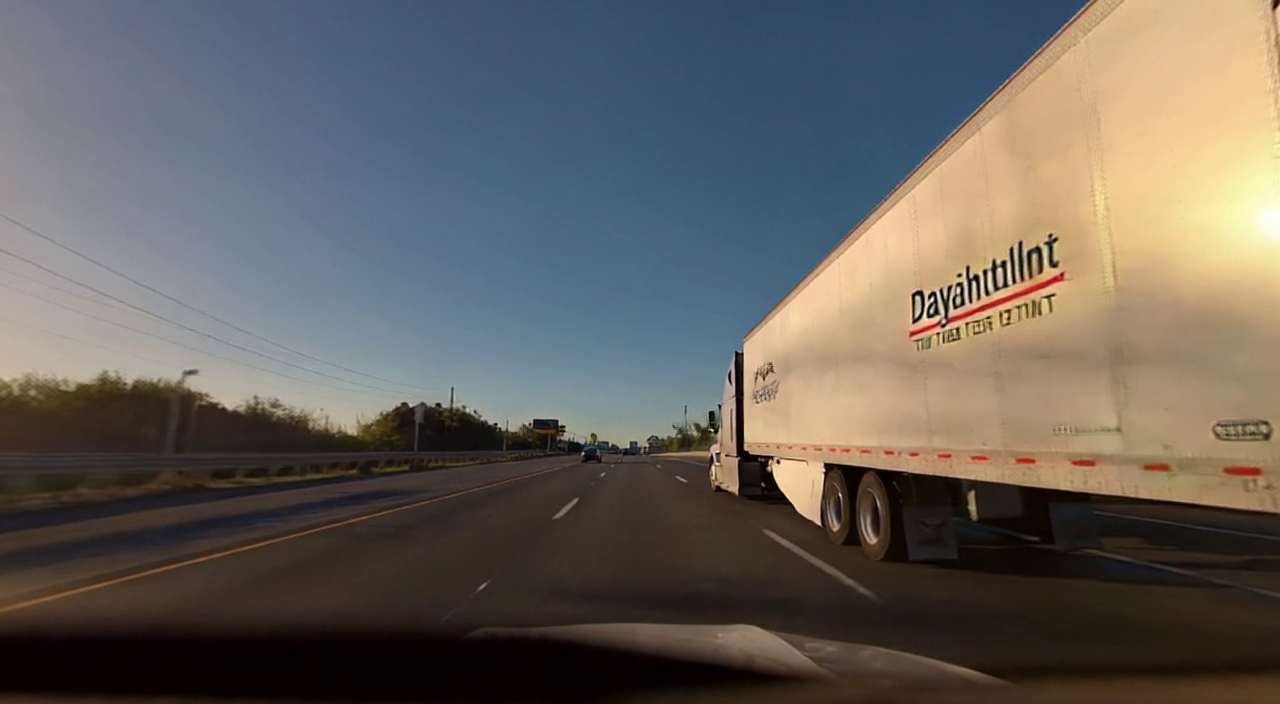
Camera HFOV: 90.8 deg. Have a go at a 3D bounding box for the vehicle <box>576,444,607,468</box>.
[{"bbox_3d":[-3.464,7.531,45.870,2.030,1.657,3.926,0,-8,-1],"label":"vehicle"}]

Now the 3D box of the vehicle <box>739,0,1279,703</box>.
[{"bbox_3d":[3.952,0.624,9.213,2.962,4.132,12.720,0,-8,0],"label":"vehicle"}]
